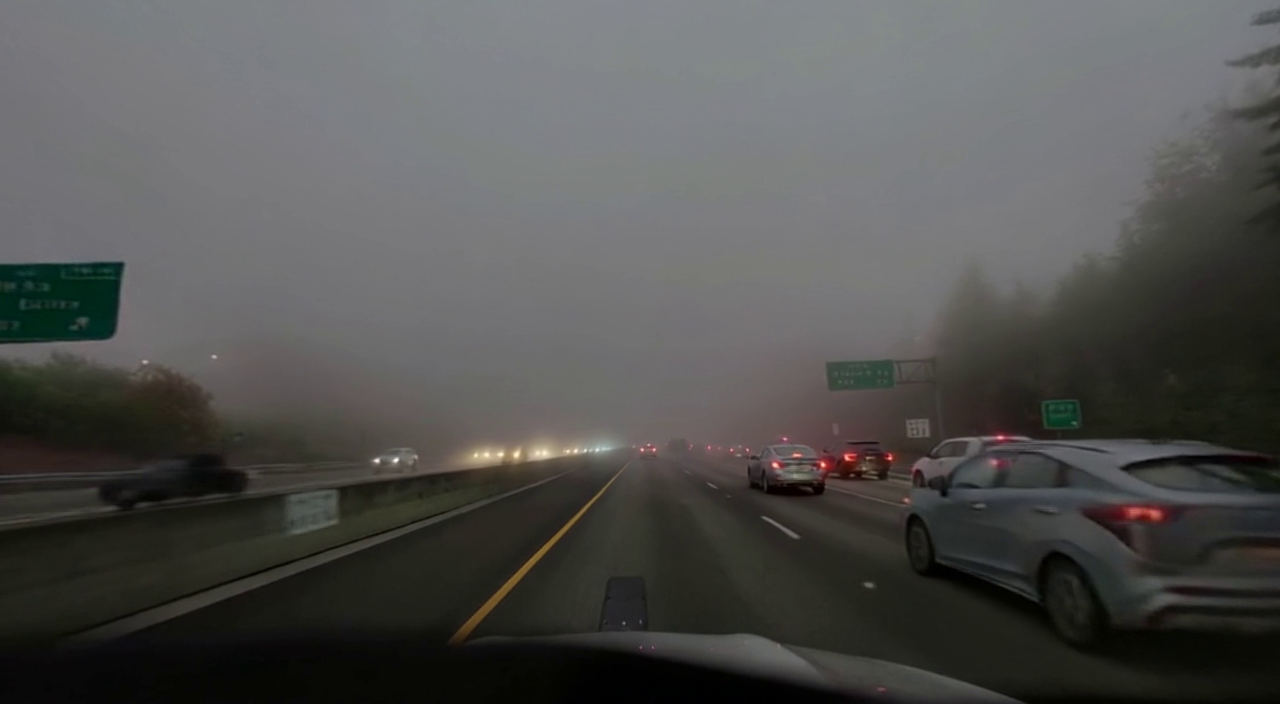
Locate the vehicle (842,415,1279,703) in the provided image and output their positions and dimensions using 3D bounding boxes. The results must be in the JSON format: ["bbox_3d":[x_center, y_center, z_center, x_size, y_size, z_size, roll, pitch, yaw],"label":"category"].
[{"bbox_3d":[3.543,1.363,5.189,2.198,1.467,4.675,0,-8,0],"label":"vehicle"}]

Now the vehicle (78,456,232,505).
[{"bbox_3d":[-16.715,4.412,22.075,1.839,1.442,4.392,0,-8,1],"label":"vehicle"}]

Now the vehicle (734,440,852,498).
[{"bbox_3d":[4.317,3.396,18.813,2.223,1.483,5.075,0,-8,0],"label":"vehicle"}]
